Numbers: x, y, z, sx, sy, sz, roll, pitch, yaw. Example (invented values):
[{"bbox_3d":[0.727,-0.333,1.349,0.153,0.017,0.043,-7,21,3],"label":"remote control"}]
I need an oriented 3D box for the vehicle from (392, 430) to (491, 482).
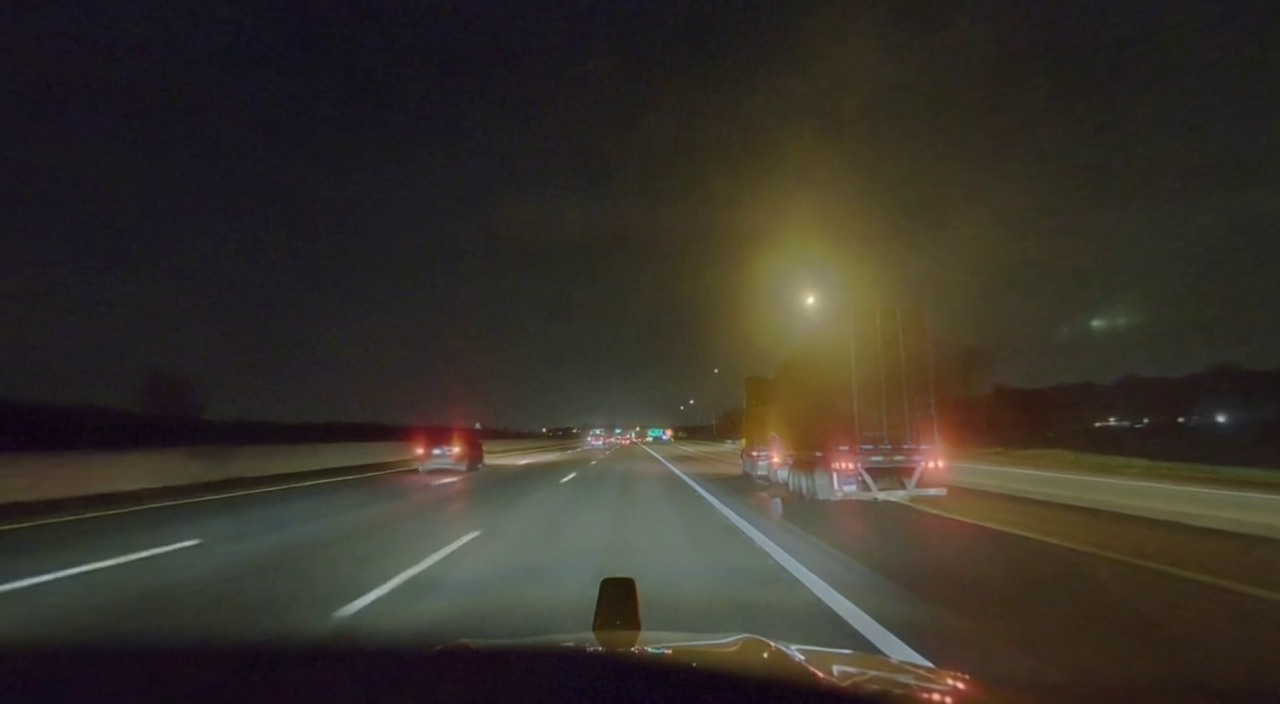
[{"bbox_3d":[-7.004,3.694,22.794,2.111,1.662,4.630,0,-8,0],"label":"vehicle"}]
